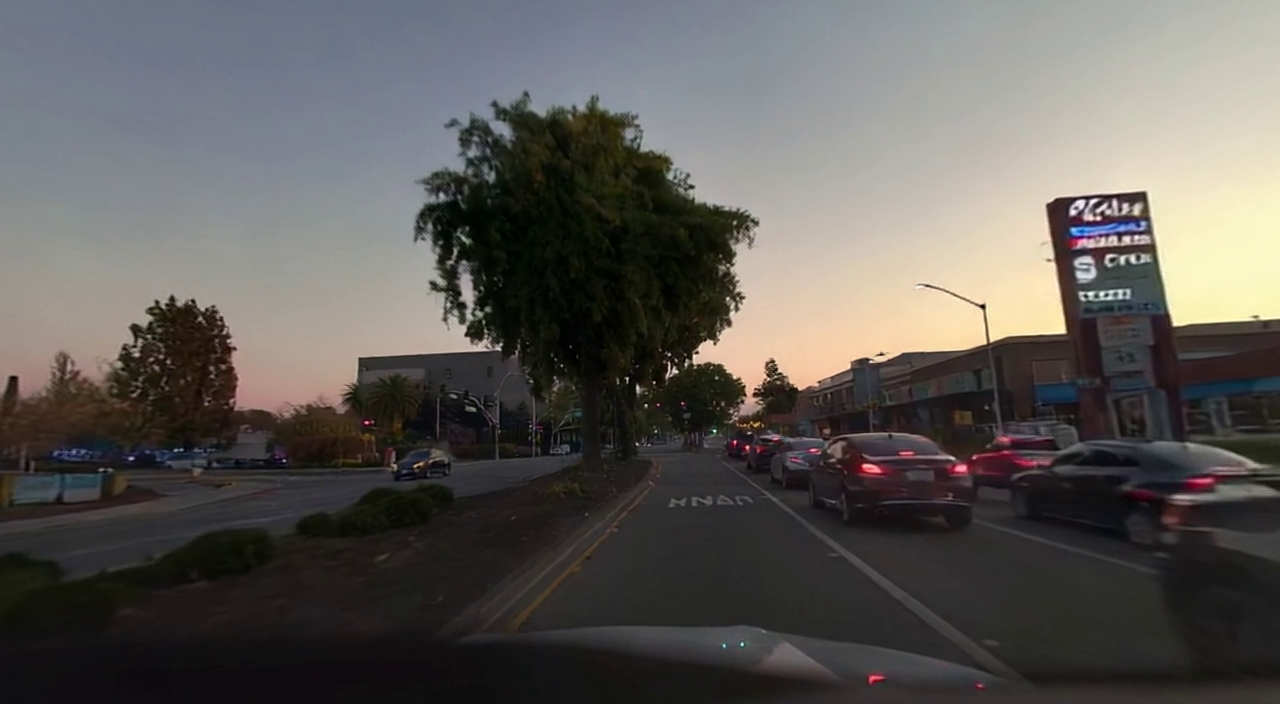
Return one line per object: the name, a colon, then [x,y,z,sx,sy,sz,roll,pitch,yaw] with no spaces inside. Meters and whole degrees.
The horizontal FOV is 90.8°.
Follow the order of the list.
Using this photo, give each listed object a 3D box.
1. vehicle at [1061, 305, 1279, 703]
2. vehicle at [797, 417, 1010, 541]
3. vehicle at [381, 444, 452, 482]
vehicle: [3.507,0.551,1.083,2.428,1.816,4.959,-1,-9,5]
vehicle: [4.347,2.170,11.445,2.061,1.744,4.752,-1,-9,4]
vehicle: [-11.443,5.676,32.693,1.979,1.724,4.334,-3,-9,1]
